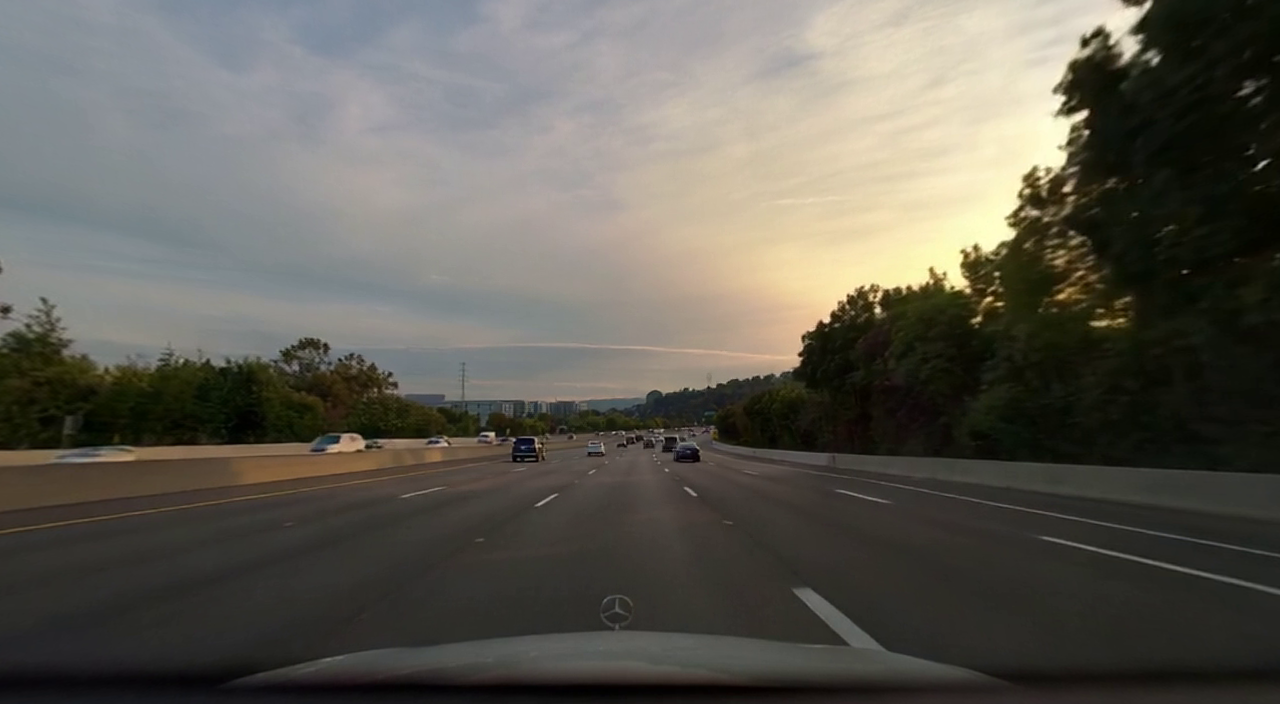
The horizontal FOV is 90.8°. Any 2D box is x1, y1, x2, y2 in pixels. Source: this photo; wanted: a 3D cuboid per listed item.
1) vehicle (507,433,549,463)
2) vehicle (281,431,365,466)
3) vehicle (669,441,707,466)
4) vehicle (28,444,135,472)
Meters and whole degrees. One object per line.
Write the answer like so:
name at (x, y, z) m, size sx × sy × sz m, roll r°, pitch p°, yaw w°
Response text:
vehicle at (-7.396, 6.396, 42.026) m, size 2.009 × 1.850 × 4.338 m, roll 0°, pitch -8°, yaw 0°
vehicle at (-20.256, 6.209, 40.731) m, size 2.320 × 2.019 × 5.892 m, roll 0°, pitch -8°, yaw 1°
vehicle at (2.930, 6.290, 39.367) m, size 1.967 × 1.475 × 4.080 m, roll 0°, pitch -8°, yaw -1°
vehicle at (-31.056, 5.900, 35.325) m, size 1.826 × 1.441 × 4.521 m, roll 0°, pitch -8°, yaw 0°
